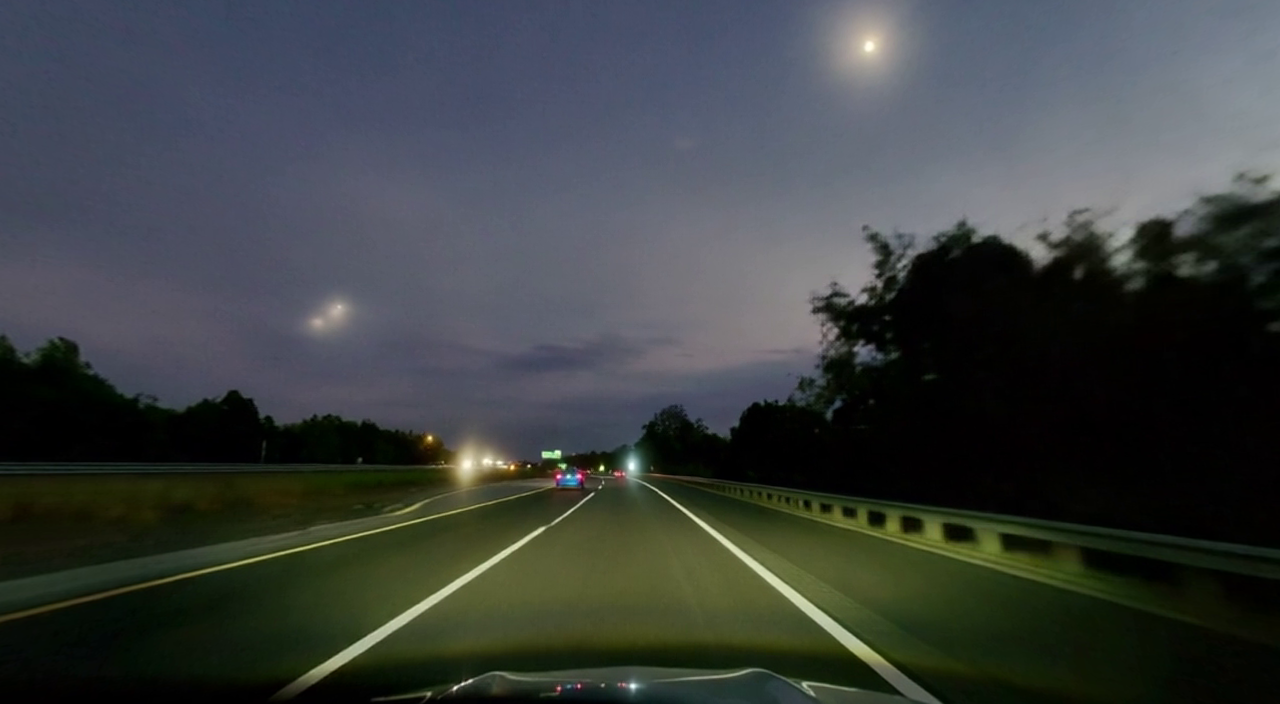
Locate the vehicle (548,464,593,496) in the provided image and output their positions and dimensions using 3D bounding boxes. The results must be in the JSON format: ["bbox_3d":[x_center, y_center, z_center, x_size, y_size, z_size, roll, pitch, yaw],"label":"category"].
[{"bbox_3d":[-3.652,6.863,33.915,1.967,1.556,4.364,1,-10,-1],"label":"vehicle"}]
